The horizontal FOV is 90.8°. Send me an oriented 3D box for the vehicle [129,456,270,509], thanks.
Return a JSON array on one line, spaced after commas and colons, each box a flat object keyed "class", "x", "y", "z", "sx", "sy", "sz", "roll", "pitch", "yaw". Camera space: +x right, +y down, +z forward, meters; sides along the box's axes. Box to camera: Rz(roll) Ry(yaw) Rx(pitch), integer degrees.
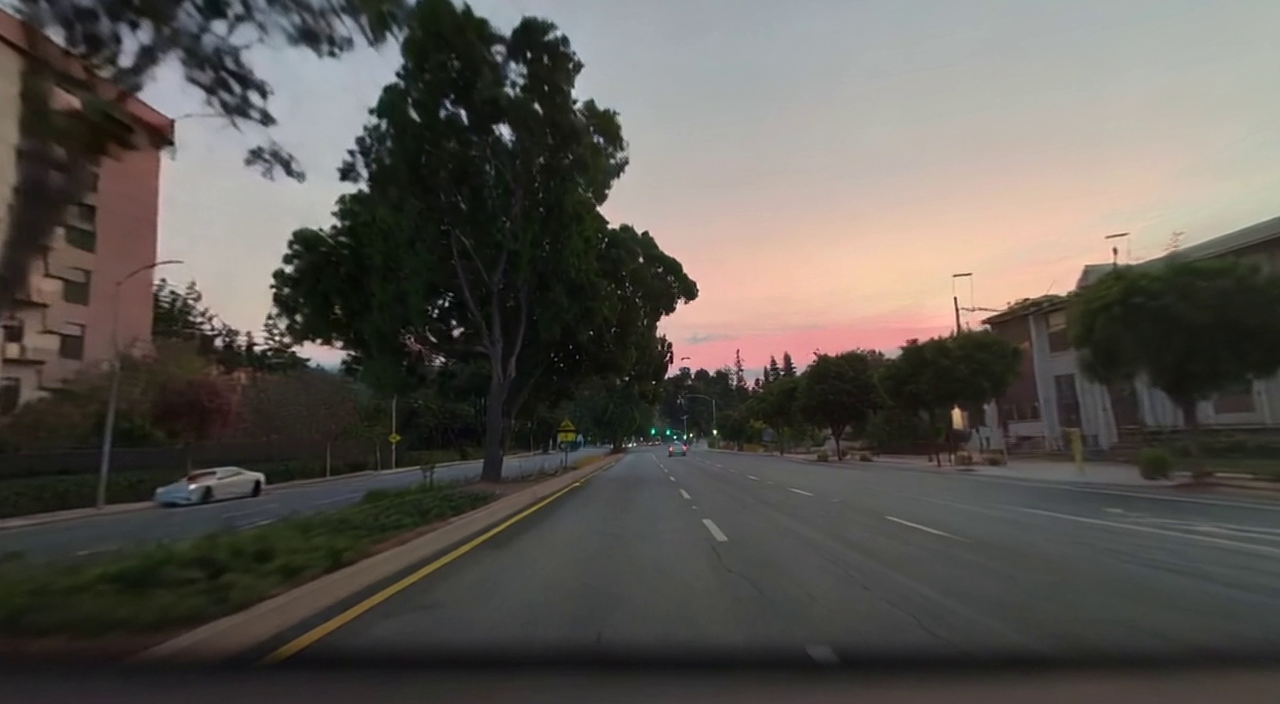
[{"class": "vehicle", "x": -15.997, "y": 4.707, "z": 23.301, "sx": 1.975, "sy": 1.629, "sz": 4.491, "roll": 0, "pitch": -8, "yaw": -1}]
